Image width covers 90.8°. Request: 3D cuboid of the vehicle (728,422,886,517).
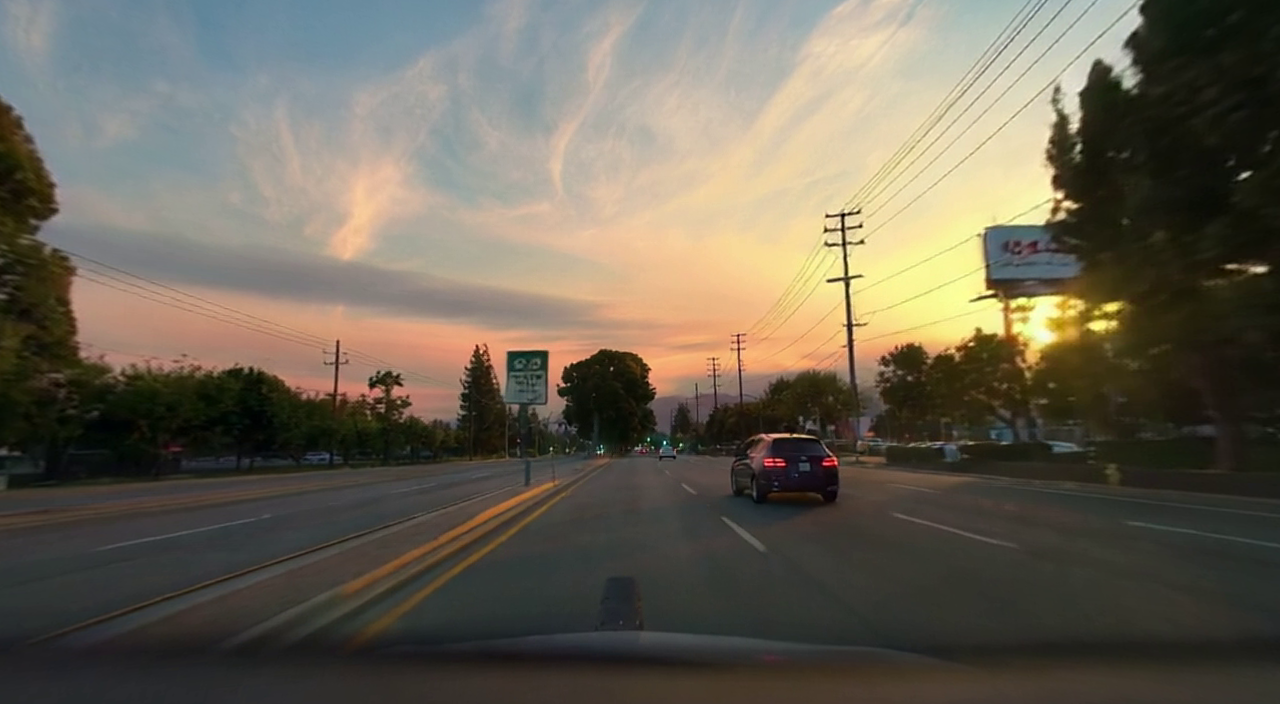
[{"bbox_3d":[3.248,2.380,13.261,2.078,1.668,4.078,0,-8,-2],"label":"vehicle"}]
